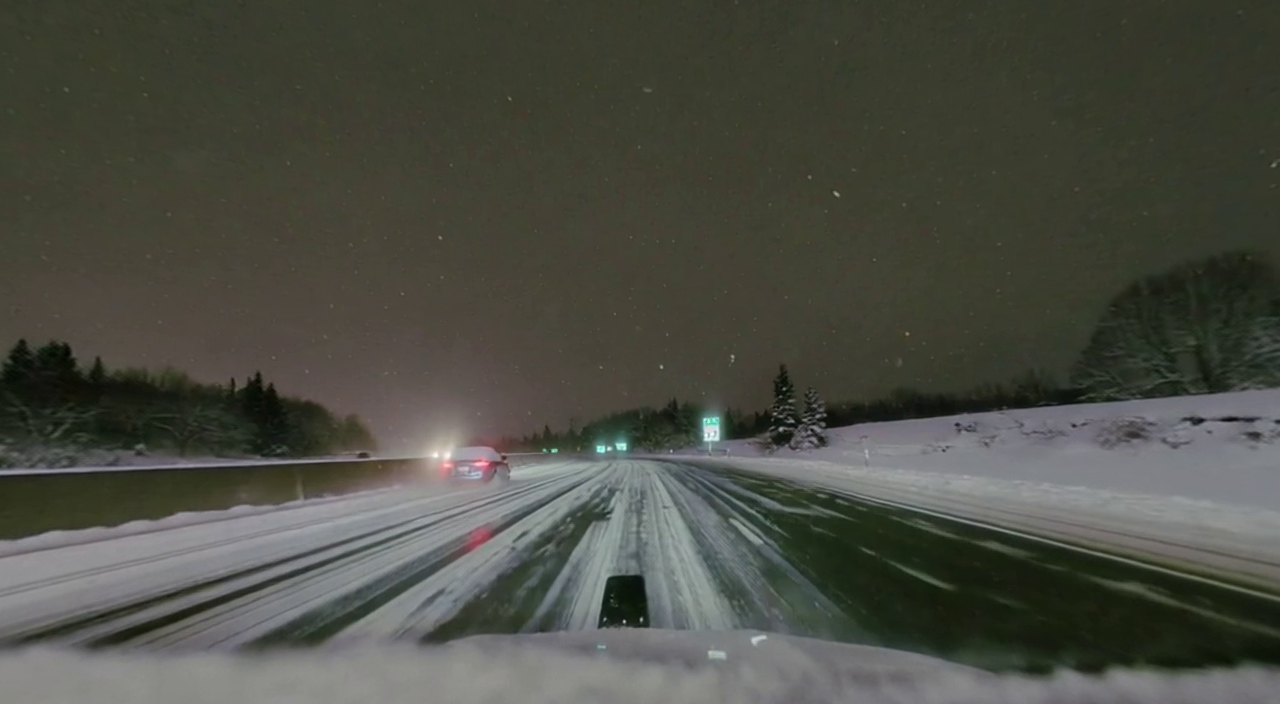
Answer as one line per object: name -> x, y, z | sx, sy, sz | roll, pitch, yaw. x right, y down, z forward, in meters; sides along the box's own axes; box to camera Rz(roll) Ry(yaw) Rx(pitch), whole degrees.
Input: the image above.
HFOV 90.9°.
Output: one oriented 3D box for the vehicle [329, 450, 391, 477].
vehicle -> -17.614, 7.017, 39.926 | 1.927, 1.517, 4.410 | 0, -8, -1
